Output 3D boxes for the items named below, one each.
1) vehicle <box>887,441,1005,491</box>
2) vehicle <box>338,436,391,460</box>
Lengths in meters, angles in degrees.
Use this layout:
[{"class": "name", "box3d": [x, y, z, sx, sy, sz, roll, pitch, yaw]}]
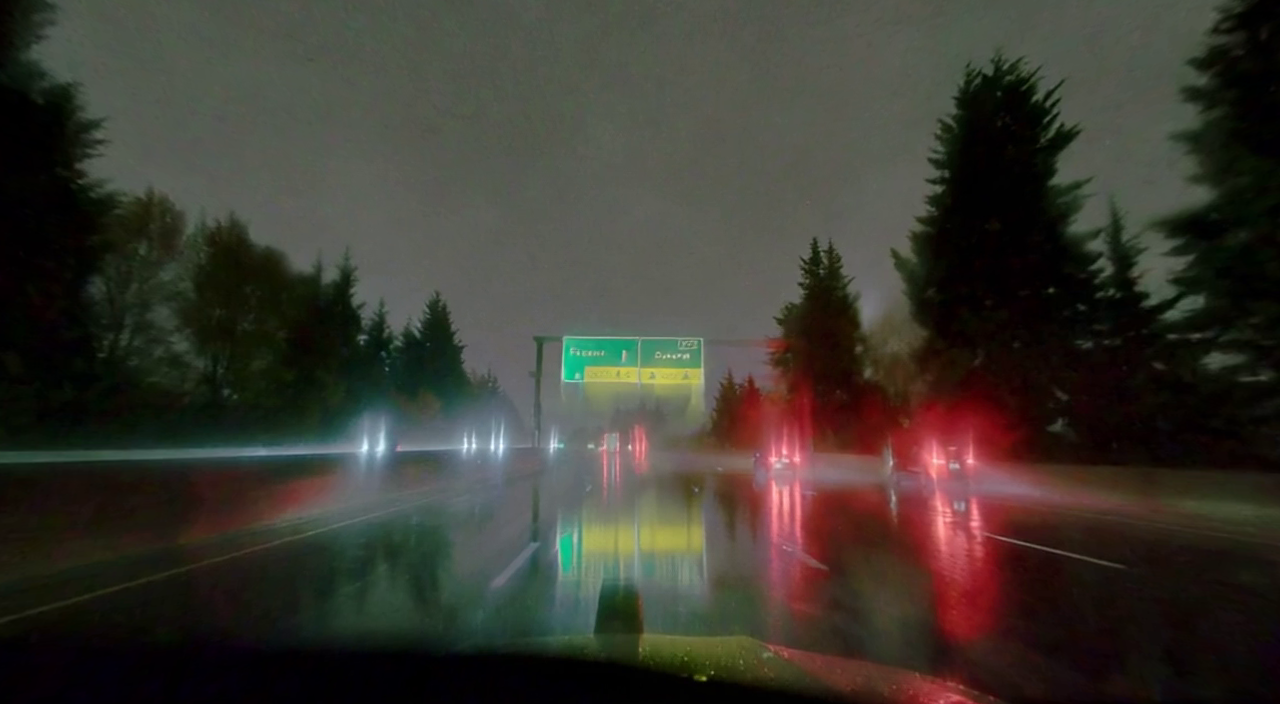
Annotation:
[{"class": "vehicle", "box3d": [9.914, 3.698, 20.645, 1.853, 1.463, 3.780, 0, -9, -2]}, {"class": "vehicle", "box3d": [-17.883, 6.262, 40.830, 1.750, 1.484, 3.830, 0, -9, -1]}]
